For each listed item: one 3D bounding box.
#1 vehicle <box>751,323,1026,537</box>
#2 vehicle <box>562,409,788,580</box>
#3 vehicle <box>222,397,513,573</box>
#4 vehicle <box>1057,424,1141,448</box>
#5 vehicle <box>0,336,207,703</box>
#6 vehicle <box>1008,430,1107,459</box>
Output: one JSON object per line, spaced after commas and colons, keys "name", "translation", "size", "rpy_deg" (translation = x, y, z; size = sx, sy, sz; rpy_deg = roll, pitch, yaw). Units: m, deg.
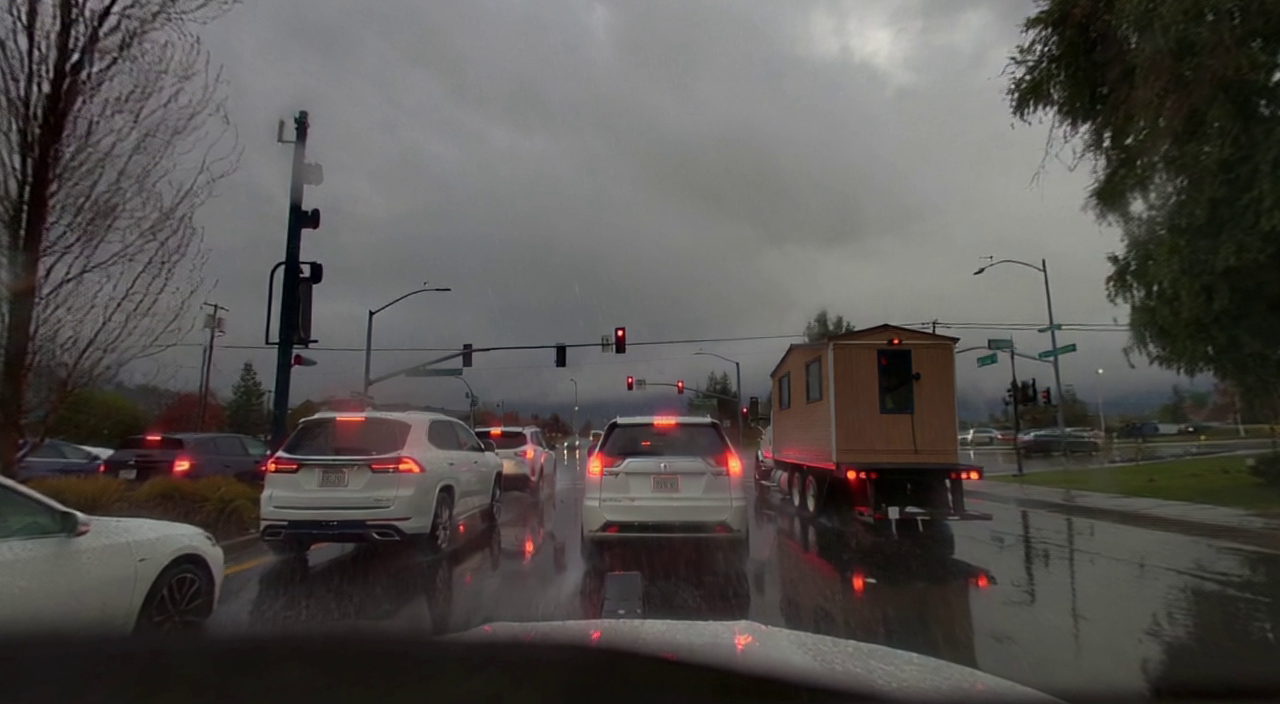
{"name": "vehicle", "translation": [3.676, 1.400, 10.999], "size": [2.531, 2.750, 5.595], "rpy_deg": [0, -9, 1]}
{"name": "vehicle", "translation": [0.345, 1.704, 8.320], "size": [2.189, 1.649, 4.171], "rpy_deg": [0, -9, 0]}
{"name": "vehicle", "translation": [-3.282, 1.712, 8.847], "size": [2.085, 1.812, 4.388], "rpy_deg": [0, -9, 0]}
{"name": "vehicle", "translation": [33.210, 6.125, 45.865], "size": [4.671, 1.595, 1.824], "rpy_deg": [-5, -10, 31]}
{"name": "vehicle", "translation": [-3.437, 0.671, 1.482], "size": [1.952, 1.730, 4.116], "rpy_deg": [0, -9, -1]}
{"name": "vehicle", "translation": [24.016, 5.343, 36.401], "size": [4.426, 1.570, 1.818], "rpy_deg": [0, -8, -3]}
